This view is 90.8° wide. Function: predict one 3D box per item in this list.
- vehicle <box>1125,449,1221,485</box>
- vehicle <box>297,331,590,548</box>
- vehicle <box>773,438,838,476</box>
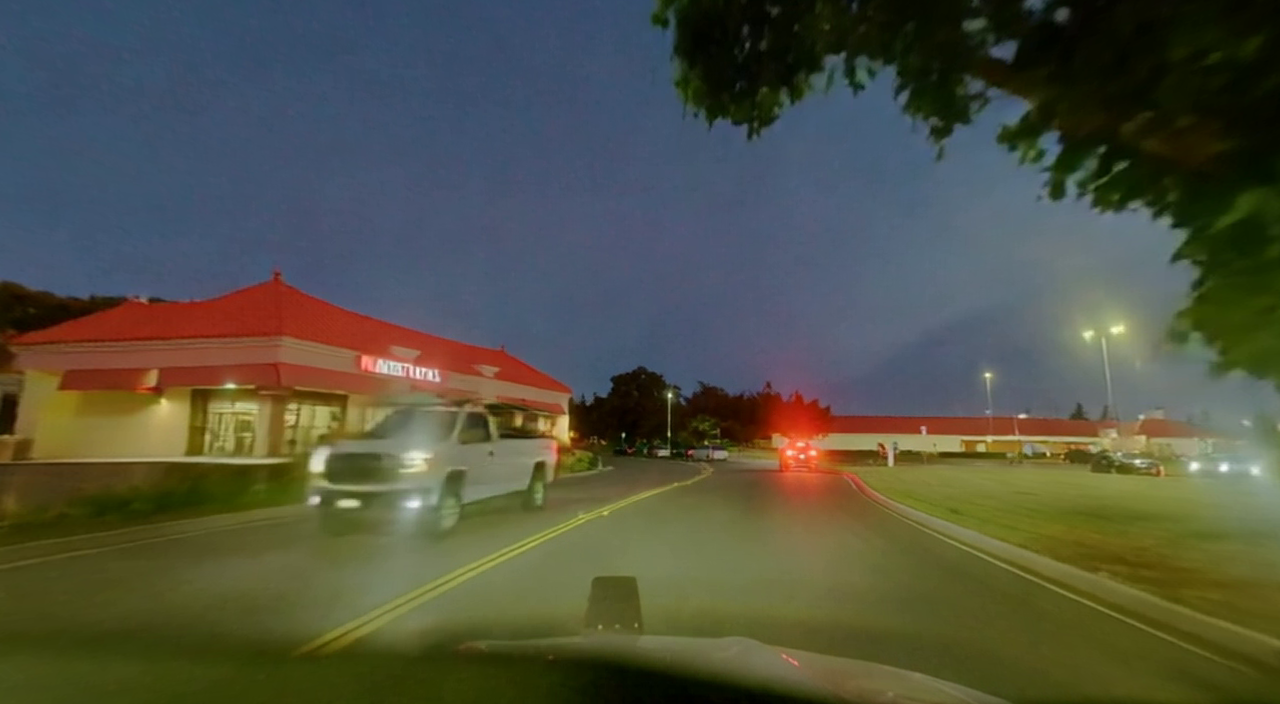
[{"bbox_3d":[26.716,5.691,31.634,4.545,1.640,1.866,4,-10,-27],"label":"vehicle"},{"bbox_3d":[-2.840,1.622,11.611,2.674,2.815,6.582,-1,-9,6],"label":"vehicle"},{"bbox_3d":[8.399,5.370,32.532,2.292,1.767,5.128,-1,-9,4],"label":"vehicle"}]
